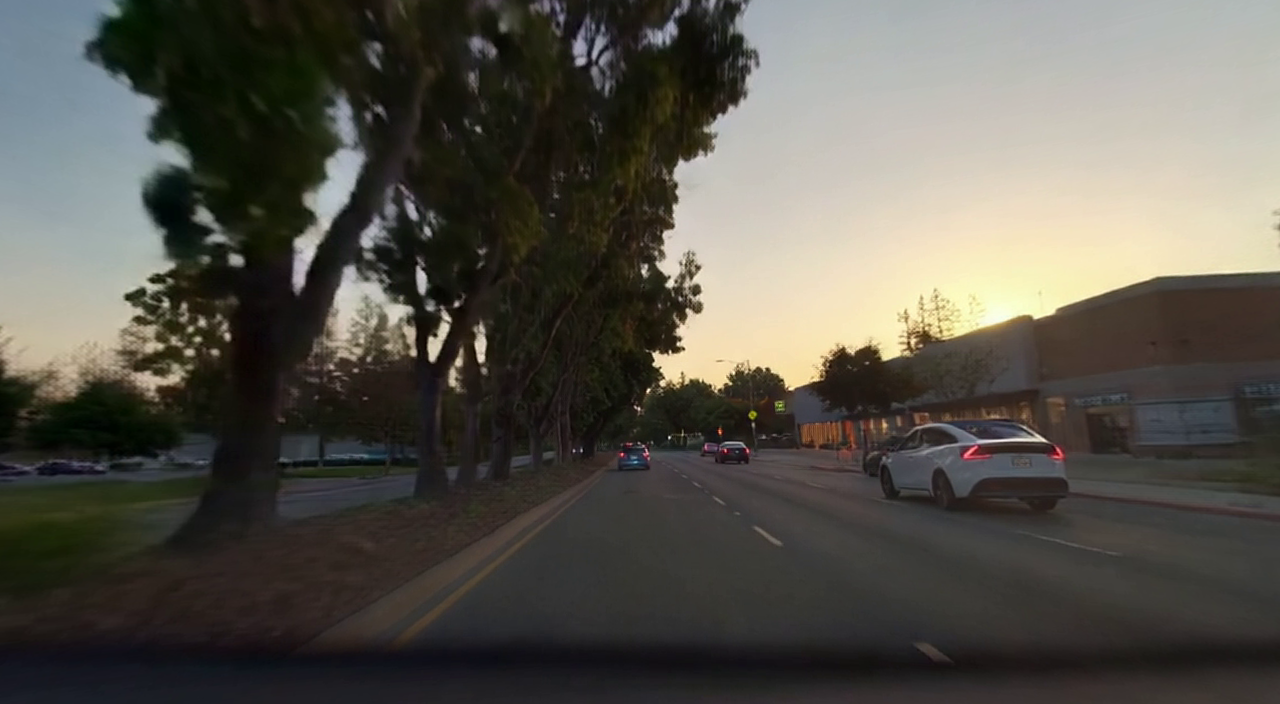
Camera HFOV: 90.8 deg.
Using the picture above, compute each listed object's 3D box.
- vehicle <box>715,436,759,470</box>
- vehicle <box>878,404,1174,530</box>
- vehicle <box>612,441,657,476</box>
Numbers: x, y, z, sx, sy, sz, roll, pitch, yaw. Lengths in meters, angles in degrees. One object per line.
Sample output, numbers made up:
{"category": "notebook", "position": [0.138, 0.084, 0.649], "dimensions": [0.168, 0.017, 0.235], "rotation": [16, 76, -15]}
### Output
{"category": "vehicle", "position": [5.728, 6.002, 37.687], "dimensions": [1.955, 1.845, 4.538], "rotation": [-1, -8, 1]}
{"category": "vehicle", "position": [7.062, 2.200, 12.662], "dimensions": [2.240, 1.923, 5.678], "rotation": [0, -8, -1]}
{"category": "vehicle", "position": [-0.273, 5.111, 30.479], "dimensions": [2.037, 1.568, 3.693], "rotation": [0, -8, 0]}
